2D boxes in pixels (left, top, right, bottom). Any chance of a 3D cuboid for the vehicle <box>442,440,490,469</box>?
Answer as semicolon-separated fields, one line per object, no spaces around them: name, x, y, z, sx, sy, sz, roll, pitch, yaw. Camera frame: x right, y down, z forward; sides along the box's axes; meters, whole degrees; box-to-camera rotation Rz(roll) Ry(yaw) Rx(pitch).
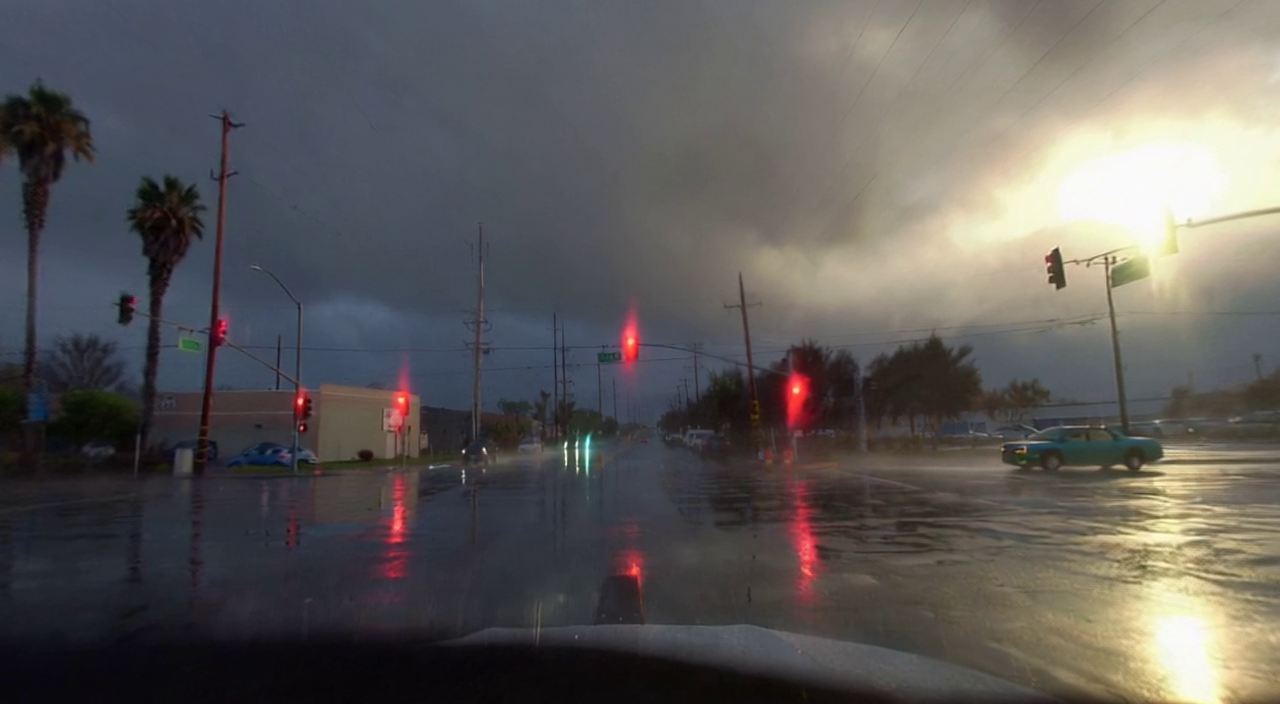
vehicle;-11.959;7.046;43.781;2.016;1.717;4.287;0;-6;1

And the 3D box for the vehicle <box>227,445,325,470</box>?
vehicle;-22.306;6.483;38.833;4.849;1.444;1.881;0;-9;2

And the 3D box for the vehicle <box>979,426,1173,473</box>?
vehicle;14.405;3.257;21.167;4.918;1.479;1.897;-1;-9;7

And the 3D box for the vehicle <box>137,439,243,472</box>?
vehicle;-25.906;5.976;36.449;4.613;1.820;2.021;-1;-9;4
